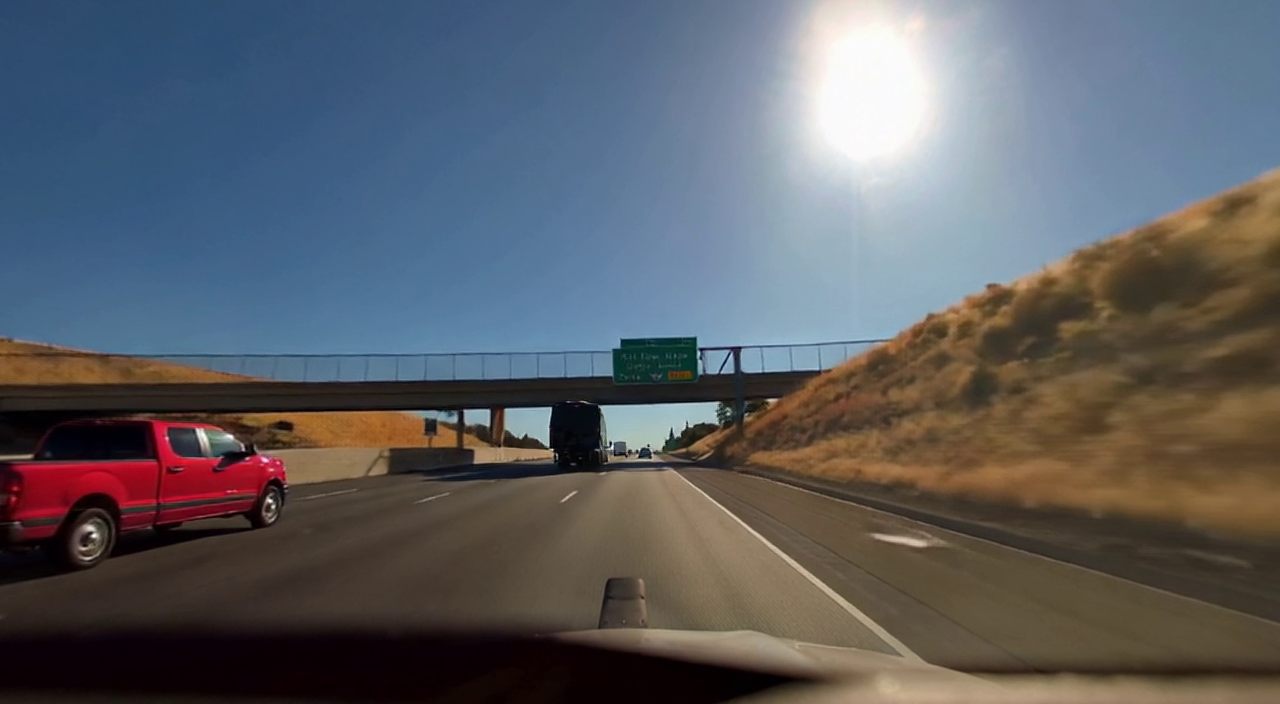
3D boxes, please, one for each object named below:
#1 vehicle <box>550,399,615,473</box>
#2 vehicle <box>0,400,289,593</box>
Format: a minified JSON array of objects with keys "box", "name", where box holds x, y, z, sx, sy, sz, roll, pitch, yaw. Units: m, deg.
[{"box":[-3.474,5.745,42.664,2.893,4.073,15.281,0,-8,0],"name":"vehicle"},{"box":[-7.327,1.746,8.483,2.175,1.860,5.236,0,-8,0],"name":"vehicle"}]
